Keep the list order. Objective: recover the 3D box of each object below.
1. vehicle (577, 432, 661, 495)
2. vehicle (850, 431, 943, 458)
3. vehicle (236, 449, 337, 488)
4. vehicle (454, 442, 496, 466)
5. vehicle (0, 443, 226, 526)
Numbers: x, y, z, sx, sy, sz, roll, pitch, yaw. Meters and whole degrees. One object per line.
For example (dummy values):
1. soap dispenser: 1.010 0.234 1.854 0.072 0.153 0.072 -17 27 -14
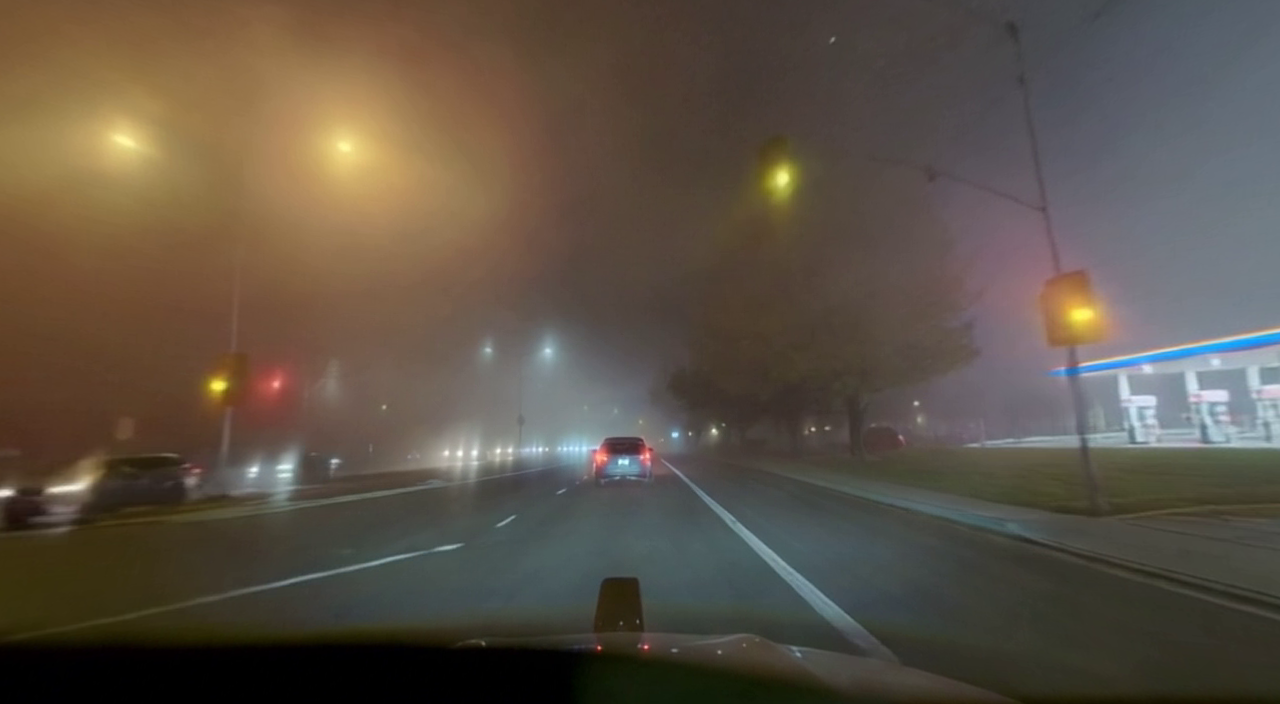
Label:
1. vehicle: -0.512 3.029 17.519 2.062 1.519 4.214 0 -8 0
2. vehicle: 15.751 5.695 38.836 4.812 1.549 2.015 -1 -9 -1
3. vehicle: -15.724 5.163 28.337 1.885 1.561 4.473 0 -8 1
4. vehicle: -12.521 7.740 47.957 1.943 1.668 4.331 0 -8 1
5. vehicle: -12.340 3.005 14.963 1.994 1.647 4.331 0 -8 0
